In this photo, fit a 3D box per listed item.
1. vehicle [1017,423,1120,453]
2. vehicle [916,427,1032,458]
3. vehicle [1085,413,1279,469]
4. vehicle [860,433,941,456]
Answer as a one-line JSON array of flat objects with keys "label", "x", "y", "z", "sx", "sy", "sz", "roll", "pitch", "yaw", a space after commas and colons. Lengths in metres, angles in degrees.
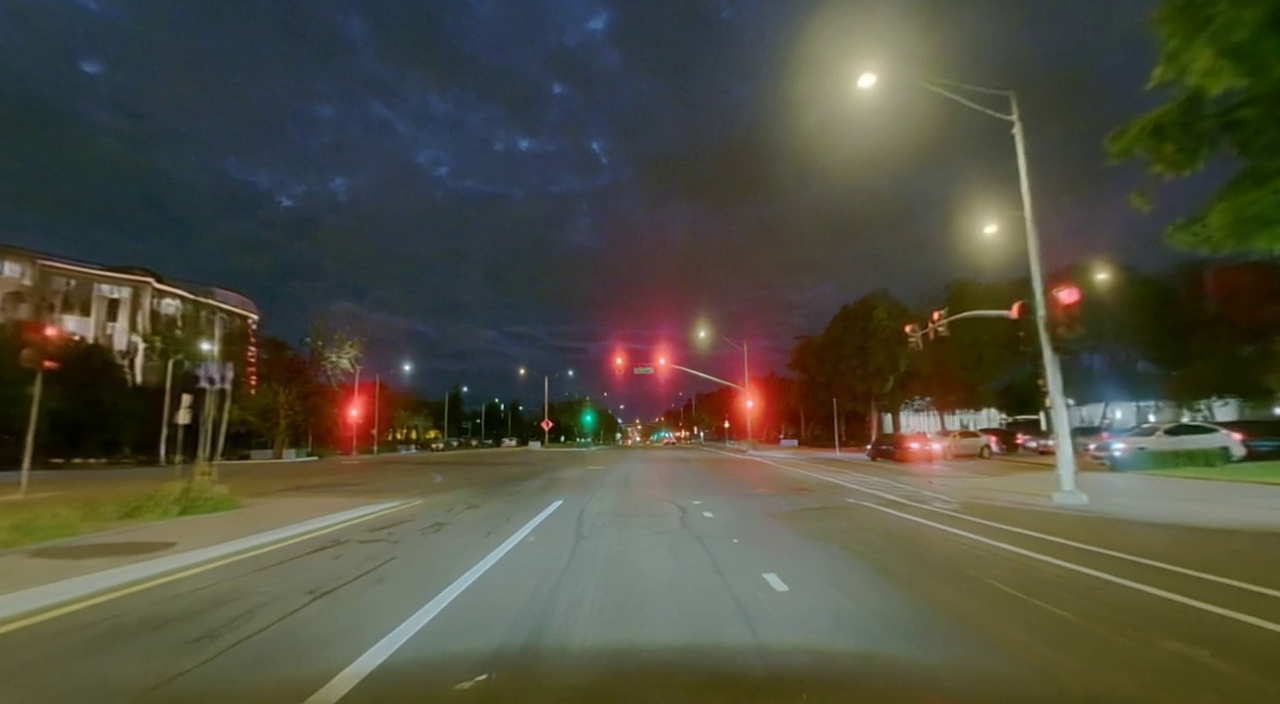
[{"label": "vehicle", "x": 25.592, "y": 5.168, "z": 37.858, "sx": 4.571, "sy": 1.698, "sz": 1.977, "roll": -1, "pitch": -8, "yaw": 4}, {"label": "vehicle", "x": 17.267, "y": 4.687, "z": 32.817, "sx": 4.916, "sy": 1.504, "sz": 1.846, "roll": 0, "pitch": -8, "yaw": -1}, {"label": "vehicle", "x": 19.455, "y": 3.200, "z": 22.753, "sx": 5.212, "sy": 1.864, "sz": 2.044, "roll": 0, "pitch": -8, "yaw": 0}, {"label": "vehicle", "x": 15.381, "y": 5.484, "z": 37.447, "sx": 4.046, "sy": 1.306, "sz": 1.719, "roll": -1, "pitch": -8, "yaw": 4}]
